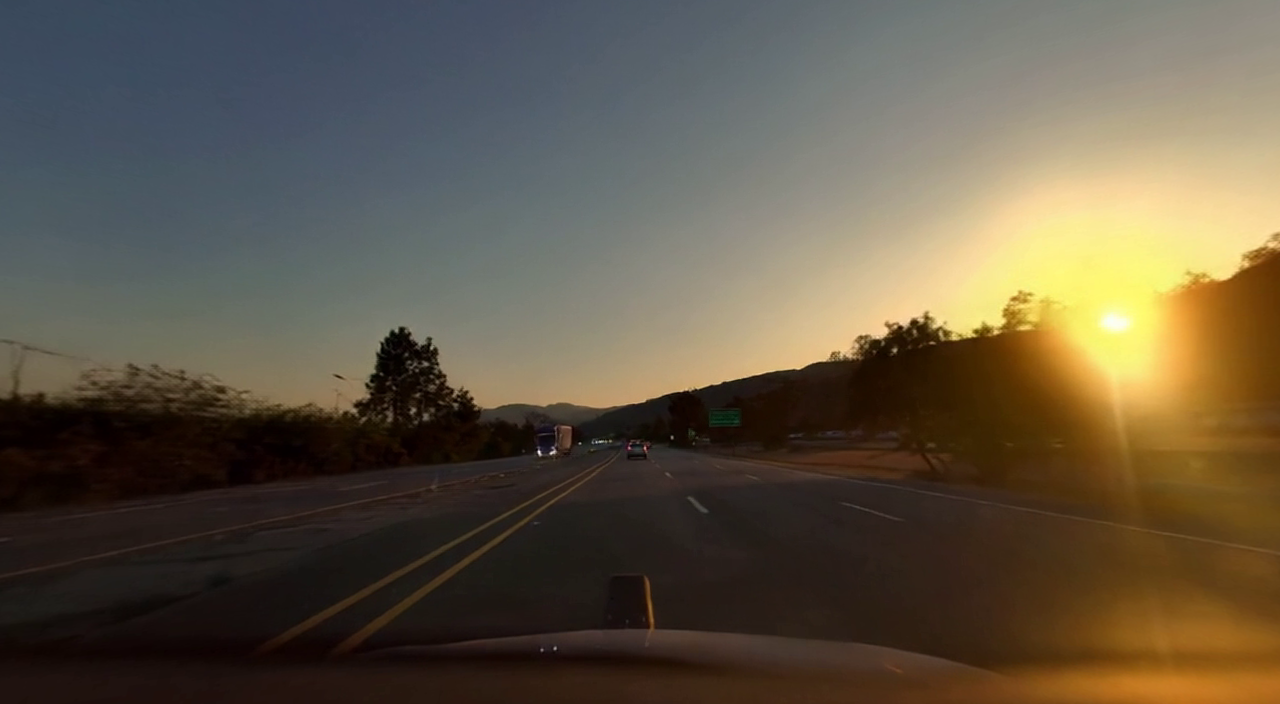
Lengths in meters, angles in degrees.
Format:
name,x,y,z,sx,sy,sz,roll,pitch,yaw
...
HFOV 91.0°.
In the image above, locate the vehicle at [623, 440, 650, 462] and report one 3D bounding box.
name,x,y,z,sx,sy,sz,roll,pitch,yaw
vehicle,-0.245,7.525,48.020,2.009,1.554,4.013,0,-8,0
